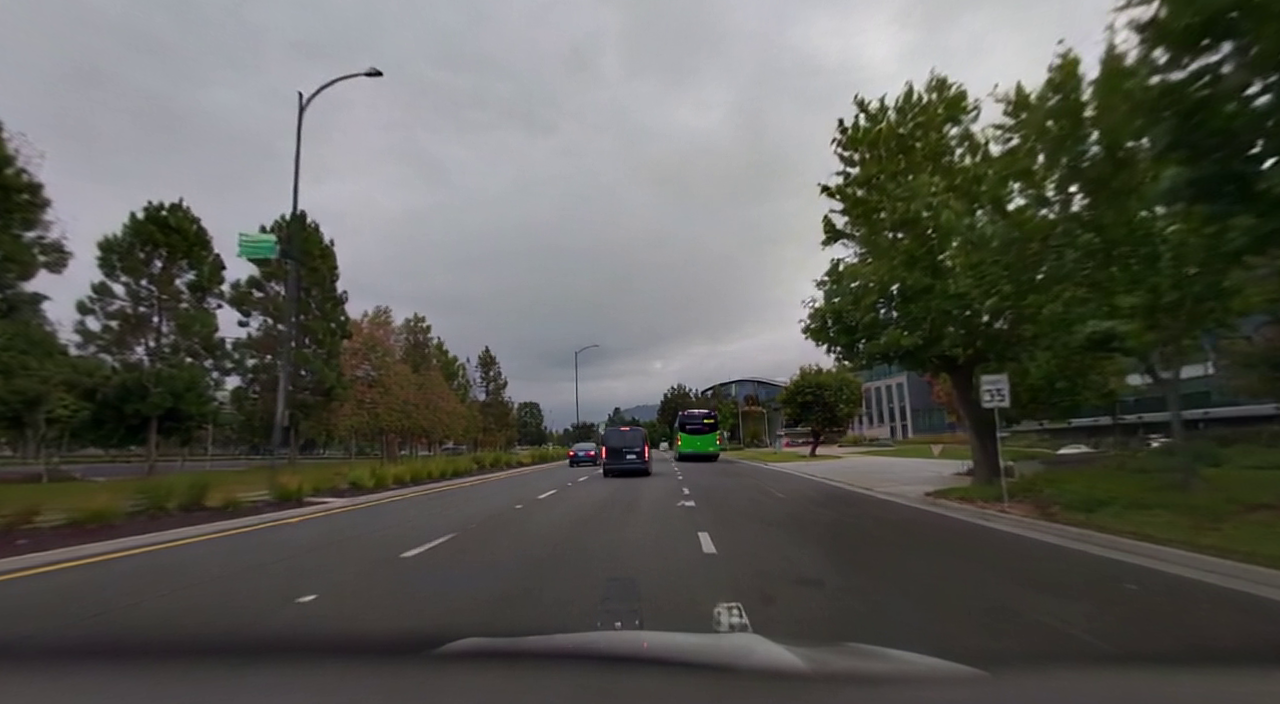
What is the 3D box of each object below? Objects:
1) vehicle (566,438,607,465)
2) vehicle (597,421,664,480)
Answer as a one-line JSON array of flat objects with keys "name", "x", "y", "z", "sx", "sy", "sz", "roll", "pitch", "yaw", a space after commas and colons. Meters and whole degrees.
[{"name": "vehicle", "x": -3.389, "y": 6.451, "z": 41.029, "sx": 2.109, "sy": 1.672, "sz": 4.256, "roll": -1, "pitch": -8, "yaw": 3}, {"name": "vehicle", "x": -0.259, "y": 3.978, "z": 25.708, "sx": 2.336, "sy": 2.122, "sz": 5.207, "roll": -1, "pitch": -8, "yaw": 3}]
